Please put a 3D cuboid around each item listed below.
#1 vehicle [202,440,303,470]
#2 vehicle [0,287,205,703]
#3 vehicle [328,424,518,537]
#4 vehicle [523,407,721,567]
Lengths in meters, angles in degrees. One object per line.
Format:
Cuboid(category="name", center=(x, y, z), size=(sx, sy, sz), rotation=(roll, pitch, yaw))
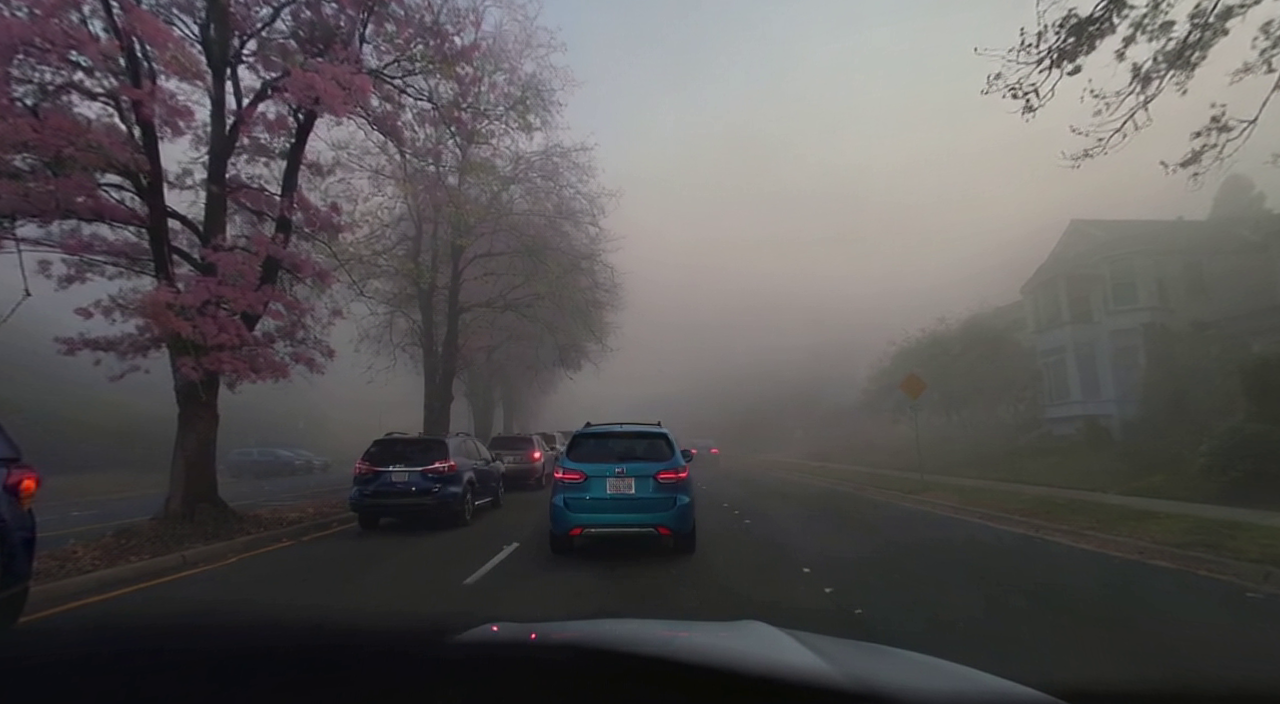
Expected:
Cuboid(category="vehicle", center=(-28.528, 7.579, 46.814), size=(5.856, 2.096, 2.481), rotation=(3, -9, -18))
Cuboid(category="vehicle", center=(-3.526, 0.528, 0.946), size=(2.304, 1.928, 4.833), rotation=(0, -8, -1))
Cuboid(category="vehicle", center=(-3.665, 2.233, 11.641), size=(1.948, 1.668, 4.279), rotation=(0, -8, 0))
Cuboid(category="vehicle", center=(-0.202, 1.745, 8.868), size=(2.112, 1.693, 4.058), rotation=(0, -8, 0))
